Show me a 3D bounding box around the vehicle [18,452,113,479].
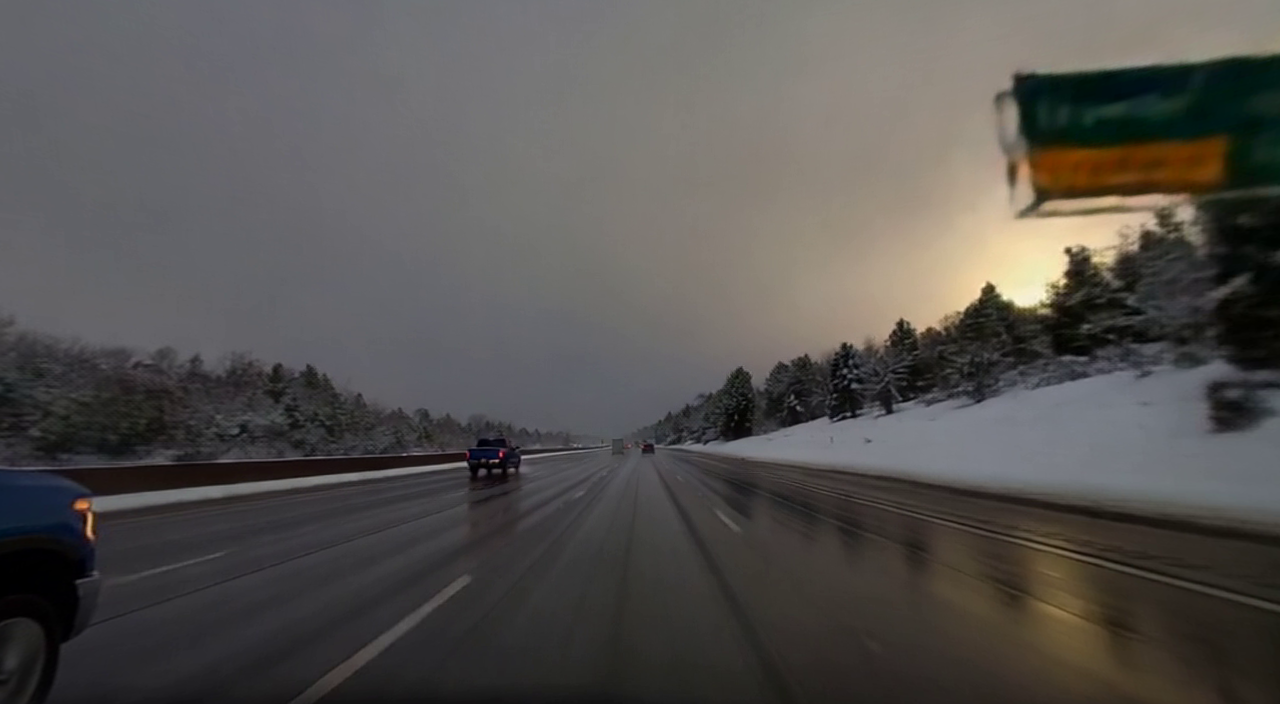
[{"bbox_3d":[-35.159,6.908,38.678,1.819,1.531,4.209,0,-9,0],"label":"vehicle"}]

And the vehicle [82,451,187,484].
[{"bbox_3d":[-25.093,5.704,31.472,1.815,1.496,4.136,0,-9,0],"label":"vehicle"}]

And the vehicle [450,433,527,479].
[{"bbox_3d":[-6.912,4.828,29.453,2.260,1.917,5.499,0,-9,0],"label":"vehicle"}]
